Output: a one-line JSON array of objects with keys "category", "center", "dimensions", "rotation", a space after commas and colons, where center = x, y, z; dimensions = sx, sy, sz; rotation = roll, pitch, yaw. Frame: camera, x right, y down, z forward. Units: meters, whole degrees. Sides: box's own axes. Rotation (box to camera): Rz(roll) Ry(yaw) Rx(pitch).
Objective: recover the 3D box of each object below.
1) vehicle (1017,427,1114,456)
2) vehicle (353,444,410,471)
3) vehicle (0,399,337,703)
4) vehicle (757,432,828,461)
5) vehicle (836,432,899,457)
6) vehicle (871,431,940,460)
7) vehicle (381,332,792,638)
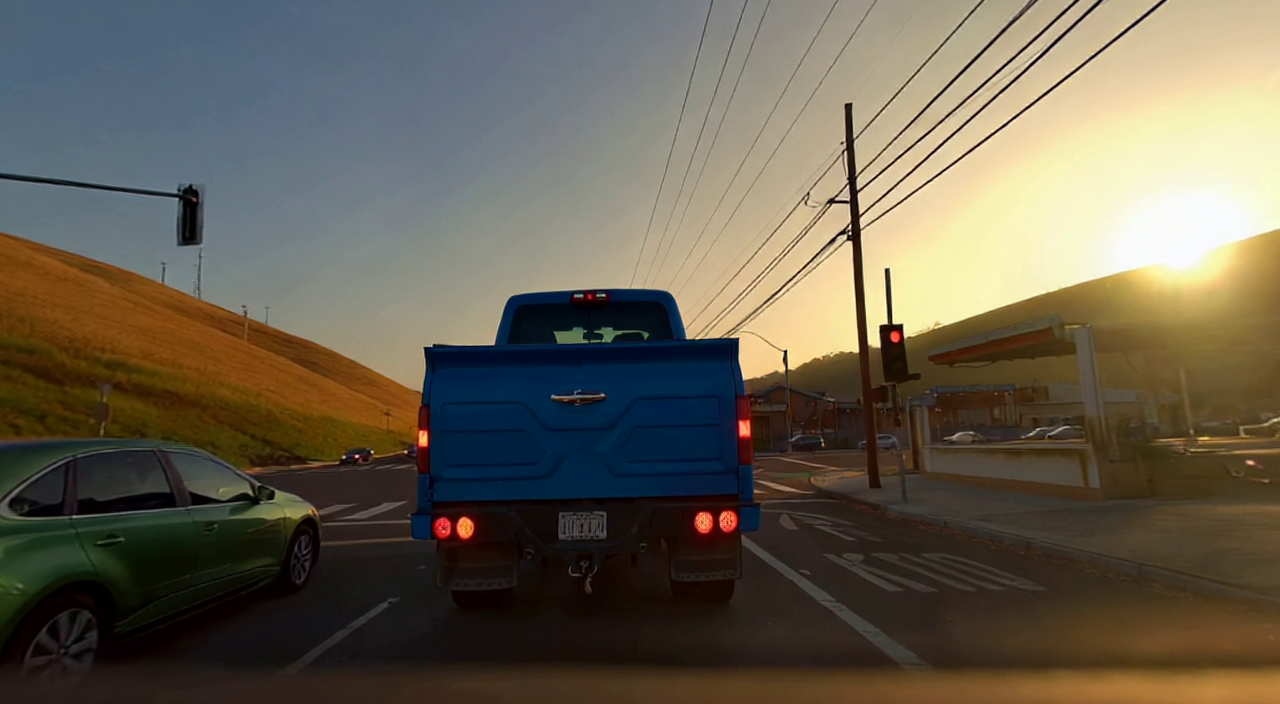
[{"category": "vehicle", "center": [25.561, 5.386, 37.930], "dimensions": [4.419, 1.496, 1.854], "rotation": [-2, -9, 1]}, {"category": "vehicle", "center": [-17.124, 7.009, 41.911], "dimensions": [2.133, 1.690, 4.331], "rotation": [0, -9, -3]}, {"category": "vehicle", "center": [-3.962, 1.188, 3.979], "dimensions": [2.017, 1.555, 4.150], "rotation": [-1, -9, 0]}, {"category": "vehicle", "center": [9.946, 6.146, 40.917], "dimensions": [4.806, 1.798, 2.022], "rotation": [7, -11, -41]}, {"category": "vehicle", "center": [17.059, 6.923, 47.171], "dimensions": [4.975, 1.799, 2.117], "rotation": [7, -11, -39]}, {"category": "vehicle", "center": [17.341, 6.104, 40.976], "dimensions": [5.021, 1.757, 2.012], "rotation": [7, -11, -41]}, {"category": "vehicle", "center": [-0.425, 1.321, 7.207], "dimensions": [2.859, 2.144, 5.406], "rotation": [0, -9, -1]}]
